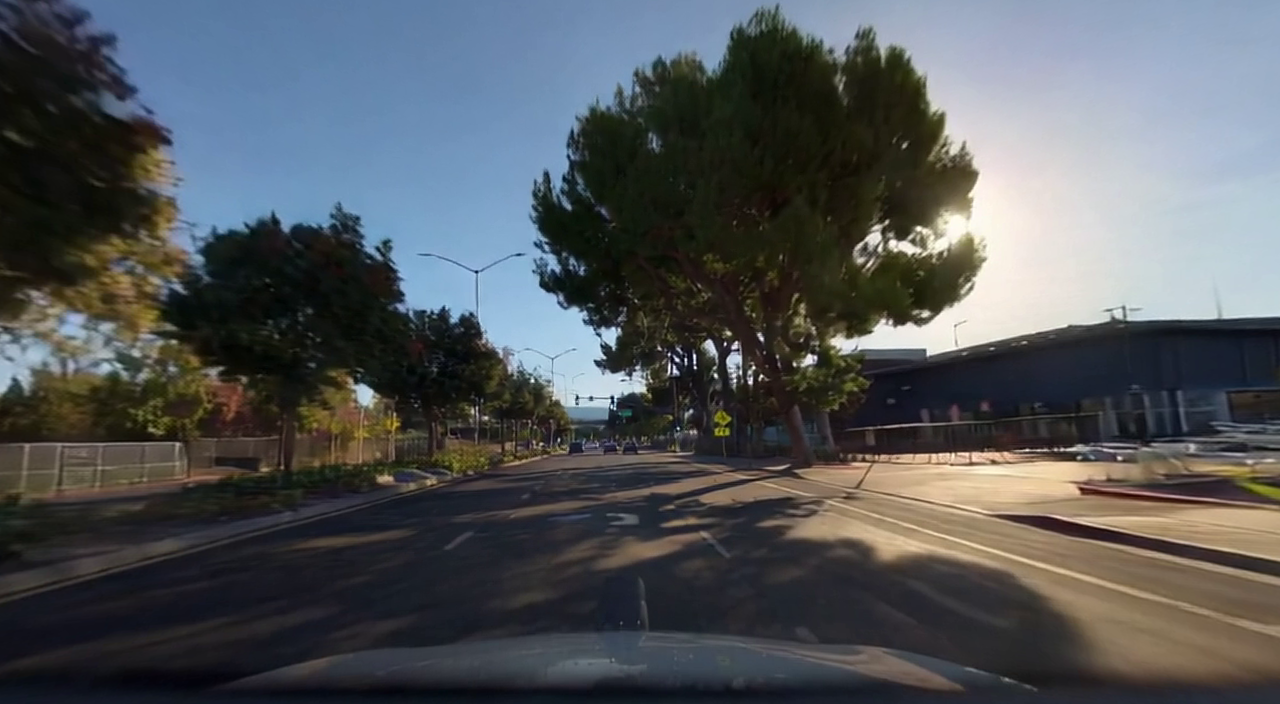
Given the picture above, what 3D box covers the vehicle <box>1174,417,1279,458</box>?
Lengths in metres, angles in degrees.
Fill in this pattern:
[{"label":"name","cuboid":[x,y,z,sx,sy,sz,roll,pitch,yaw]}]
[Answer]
[{"label":"vehicle","cuboid":[26.152,3.812,27.974,2.055,1.645,4.679,-3,-9,18]}]
